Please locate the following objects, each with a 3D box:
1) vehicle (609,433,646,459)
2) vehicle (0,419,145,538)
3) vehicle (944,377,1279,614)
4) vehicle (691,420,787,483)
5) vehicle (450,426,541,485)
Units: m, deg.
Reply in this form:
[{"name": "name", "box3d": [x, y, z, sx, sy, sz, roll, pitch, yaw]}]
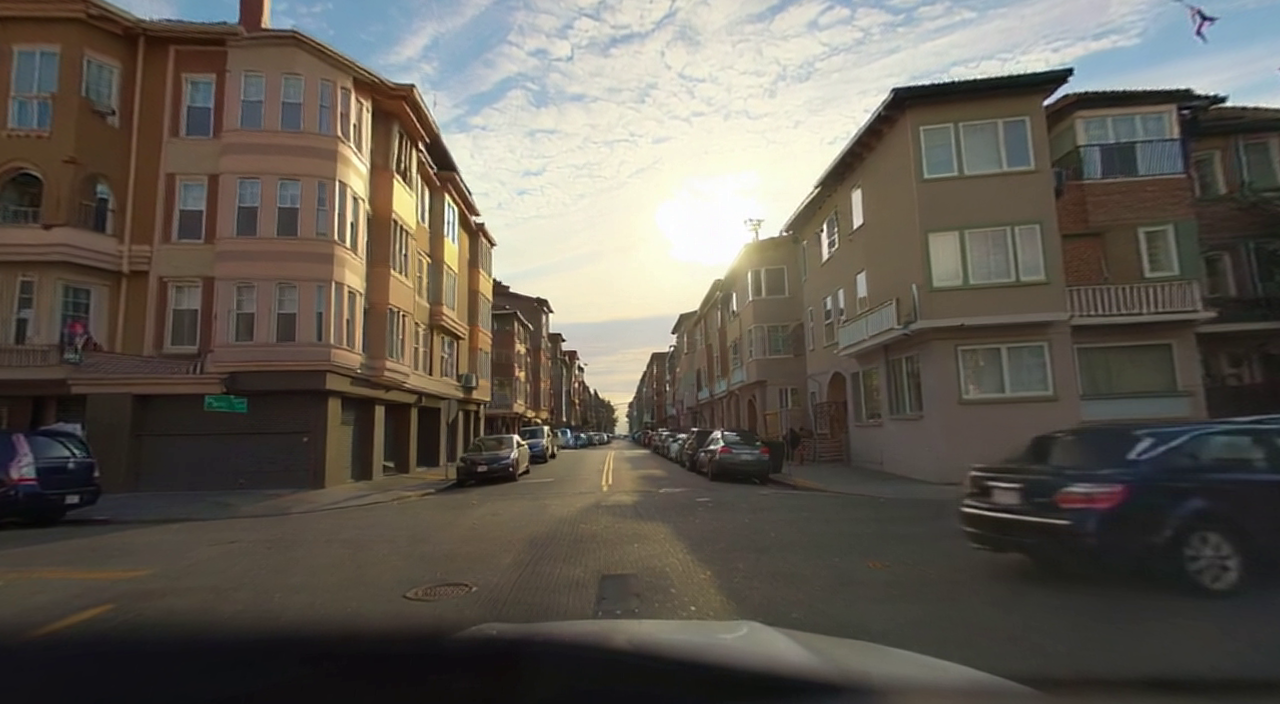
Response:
[{"name": "vehicle", "box3d": [-0.794, 6.367, 42.751, 2.341, 1.675, 4.360, 0, -8, 0]}, {"name": "vehicle", "box3d": [-10.875, 1.883, 9.723, 4.679, 1.631, 2.025, 0, -8, -1]}, {"name": "vehicle", "box3d": [5.406, 1.119, 5.548, 4.469, 1.566, 1.993, 1, -8, -8]}, {"name": "vehicle", "box3d": [2.605, 2.712, 17.503, 1.868, 1.544, 3.869, 0, -8, -2]}, {"name": "vehicle", "box3d": [-3.940, 2.858, 17.729, 1.882, 1.459, 3.518, 0, -8, -3]}]
